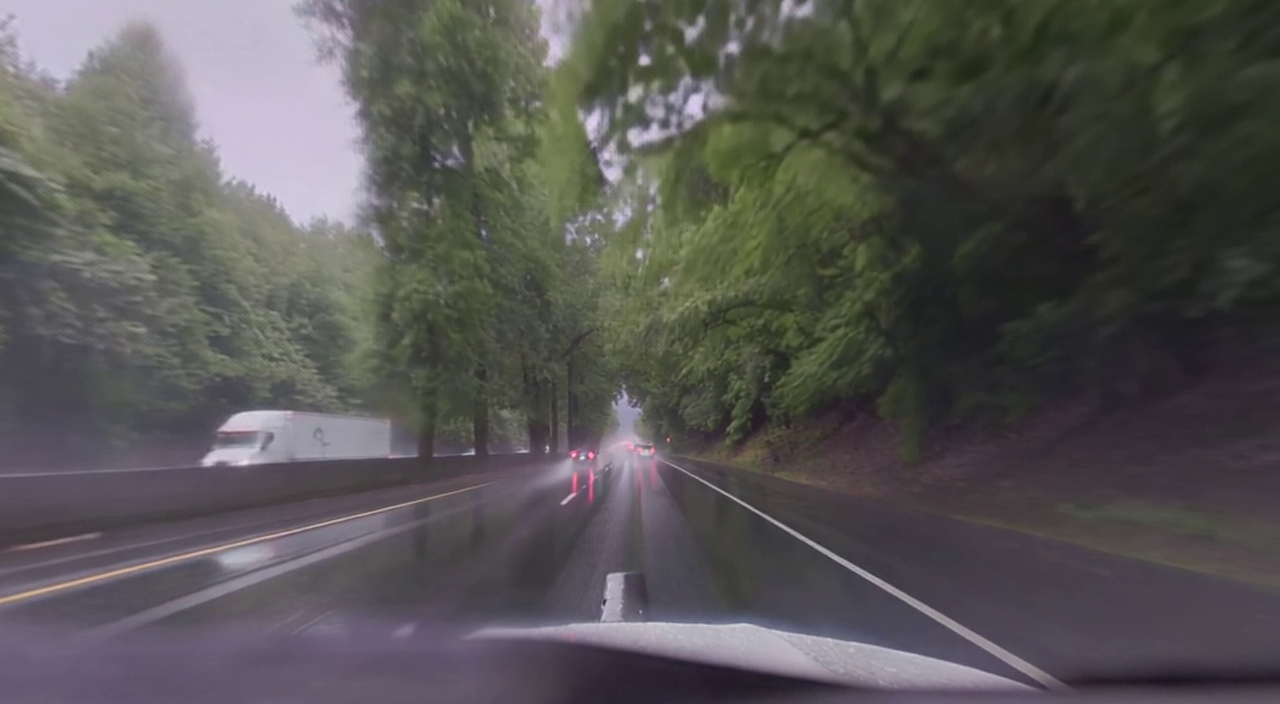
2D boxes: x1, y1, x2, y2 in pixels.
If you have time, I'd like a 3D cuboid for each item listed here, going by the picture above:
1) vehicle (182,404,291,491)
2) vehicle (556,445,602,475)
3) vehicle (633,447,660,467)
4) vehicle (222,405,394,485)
[{"bbox_3d":[-19.031,4.510,29.952,2.908,3.879,2.998,0,-9,-1],"label":"vehicle"},{"bbox_3d":[-3.233,5.857,34.399,2.112,1.498,4.117,0,-9,0],"label":"vehicle"},{"bbox_3d":[0.442,8.062,48.449,1.989,1.402,3.831,0,-9,-1],"label":"vehicle"},{"bbox_3d":[-19.129,5.658,38.162,2.881,3.904,14.146,0,-9,-1],"label":"vehicle"}]
